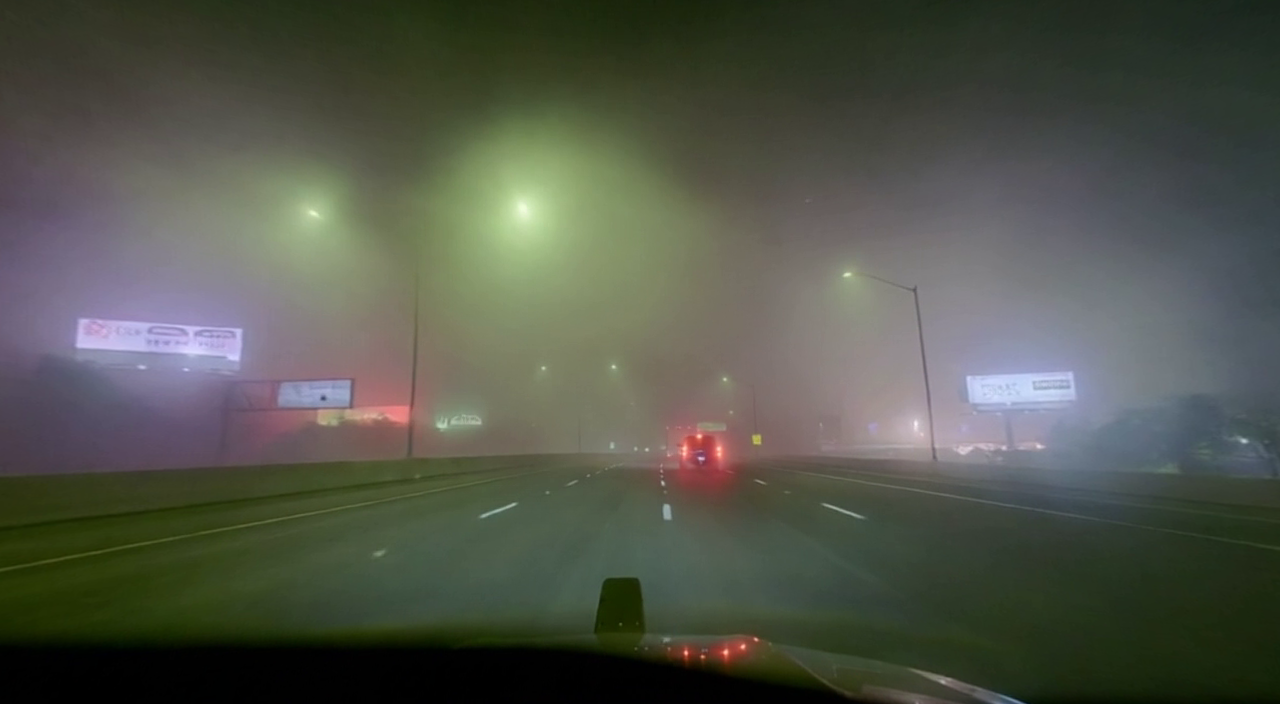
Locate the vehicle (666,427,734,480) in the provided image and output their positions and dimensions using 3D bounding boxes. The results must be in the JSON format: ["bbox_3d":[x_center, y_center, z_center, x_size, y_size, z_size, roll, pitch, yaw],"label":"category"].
[{"bbox_3d":[2.615,4.695,29.259,2.740,2.157,6.300,-1,-9,2],"label":"vehicle"}]
